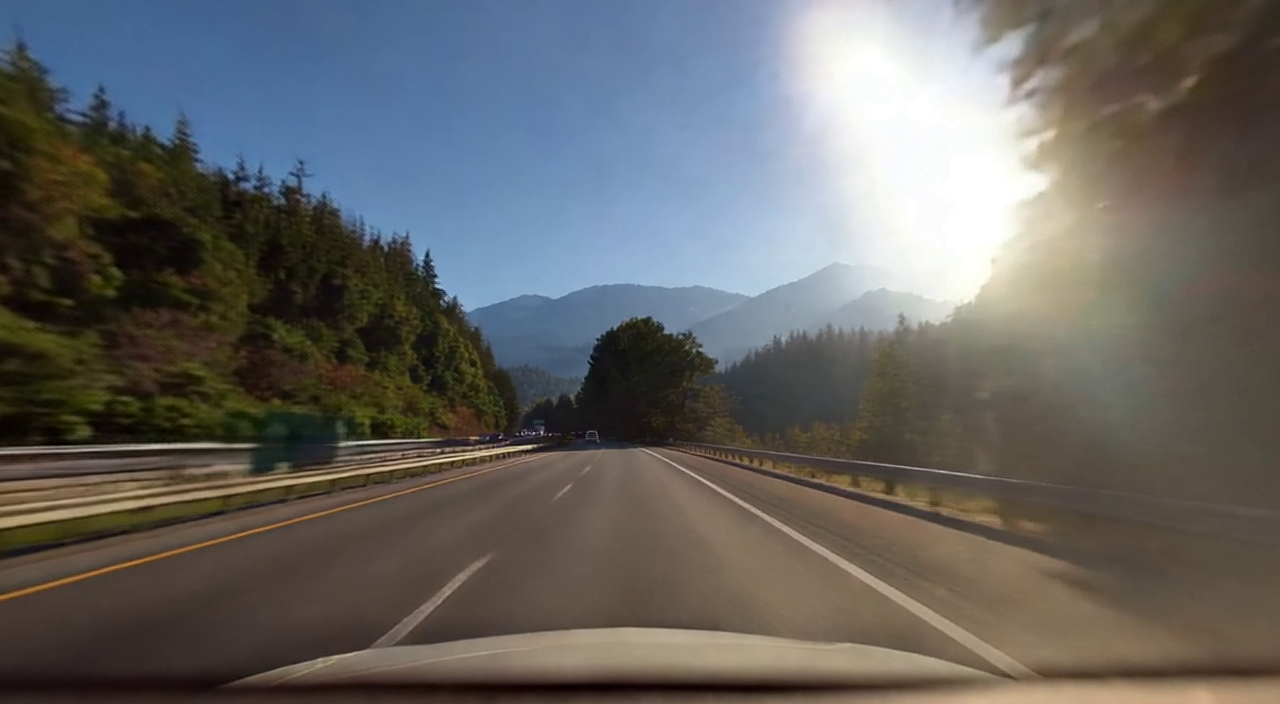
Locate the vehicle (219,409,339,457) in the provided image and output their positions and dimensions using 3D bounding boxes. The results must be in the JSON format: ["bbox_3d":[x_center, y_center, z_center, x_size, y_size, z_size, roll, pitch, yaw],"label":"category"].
[{"bbox_3d":[-13.425,3.090,23.839,1.920,1.636,4.632,0,-8,-2],"label":"vehicle"}]
